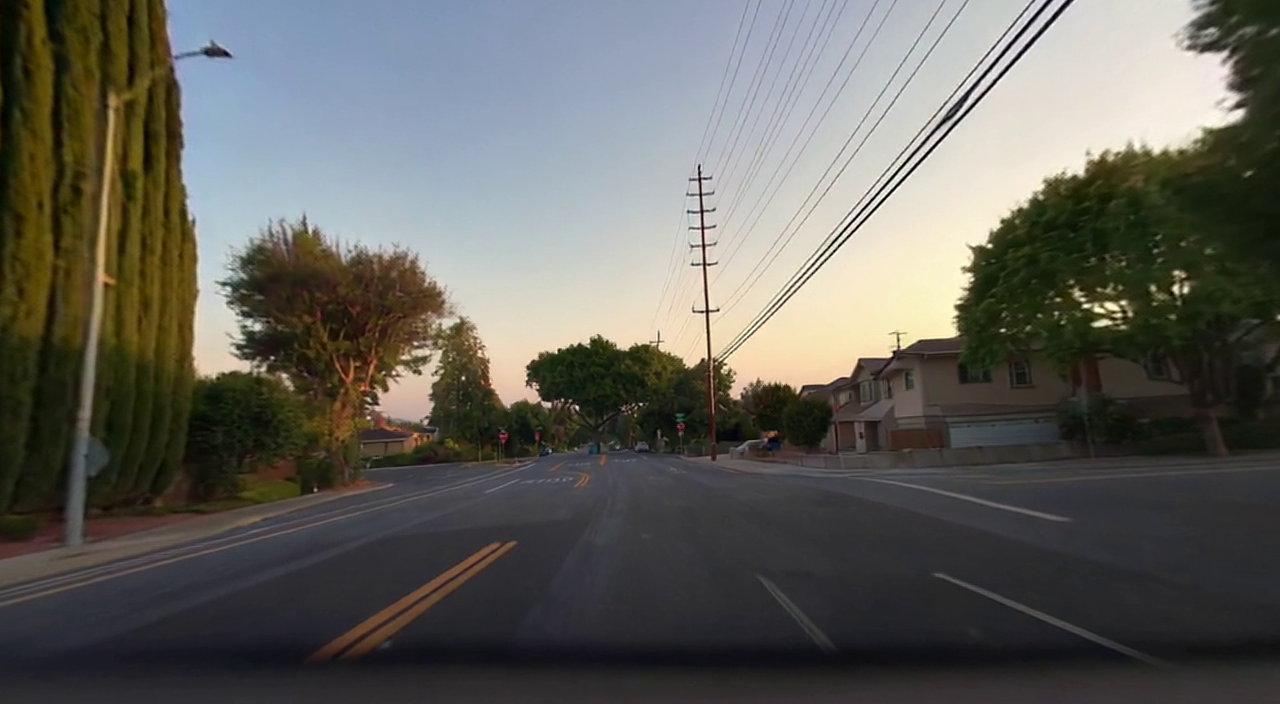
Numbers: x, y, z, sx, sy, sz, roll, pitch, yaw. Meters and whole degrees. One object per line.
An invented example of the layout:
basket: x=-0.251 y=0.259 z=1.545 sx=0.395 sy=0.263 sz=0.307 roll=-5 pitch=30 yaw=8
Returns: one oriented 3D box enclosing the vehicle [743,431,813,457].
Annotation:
vehicle: x=9.904 y=6.665 z=45.596 sx=4.544 sy=1.807 sz=2.204 roll=0 pitch=-9 yaw=2
